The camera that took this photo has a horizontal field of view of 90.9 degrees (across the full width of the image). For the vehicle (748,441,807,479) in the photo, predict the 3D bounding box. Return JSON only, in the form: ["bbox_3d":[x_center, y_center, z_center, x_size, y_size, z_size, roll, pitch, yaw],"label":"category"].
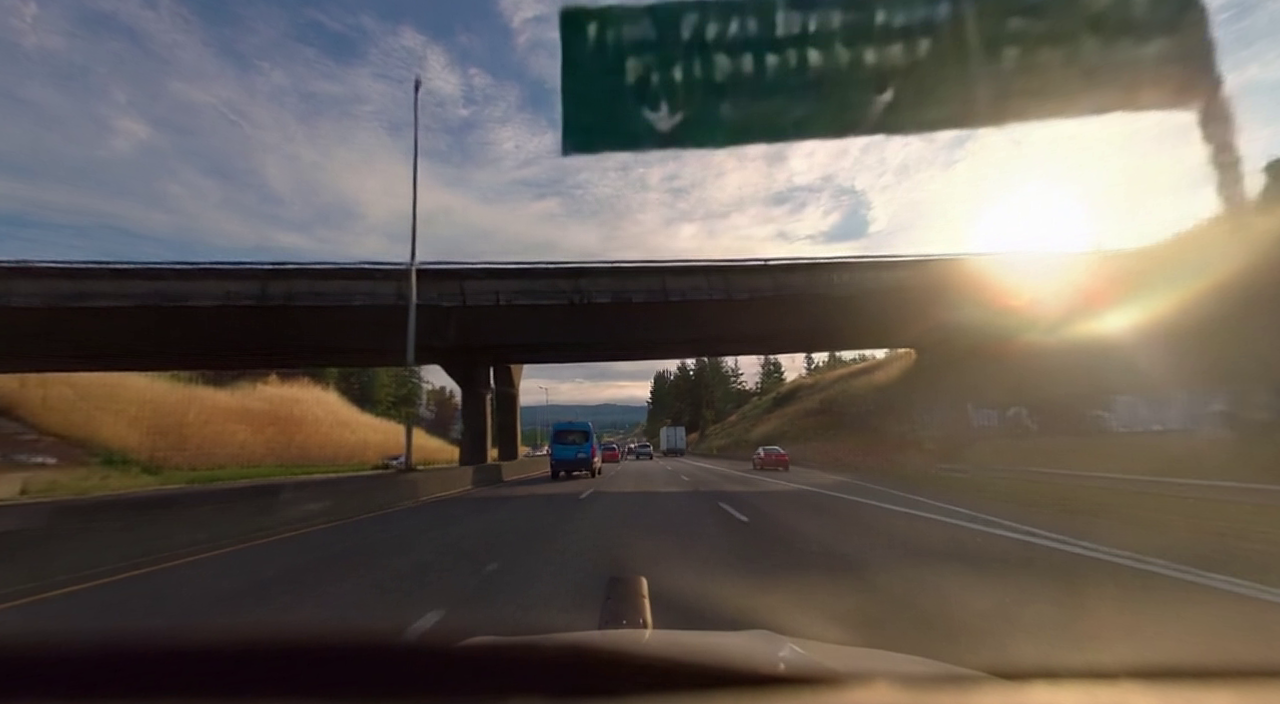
[{"bbox_3d":[6.428,5.102,29.947,1.936,1.664,4.198,0,-9,1],"label":"vehicle"}]

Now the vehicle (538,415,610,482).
[{"bbox_3d":[-2.751,4.289,27.917,2.451,2.627,5.868,0,-9,1],"label":"vehicle"}]
